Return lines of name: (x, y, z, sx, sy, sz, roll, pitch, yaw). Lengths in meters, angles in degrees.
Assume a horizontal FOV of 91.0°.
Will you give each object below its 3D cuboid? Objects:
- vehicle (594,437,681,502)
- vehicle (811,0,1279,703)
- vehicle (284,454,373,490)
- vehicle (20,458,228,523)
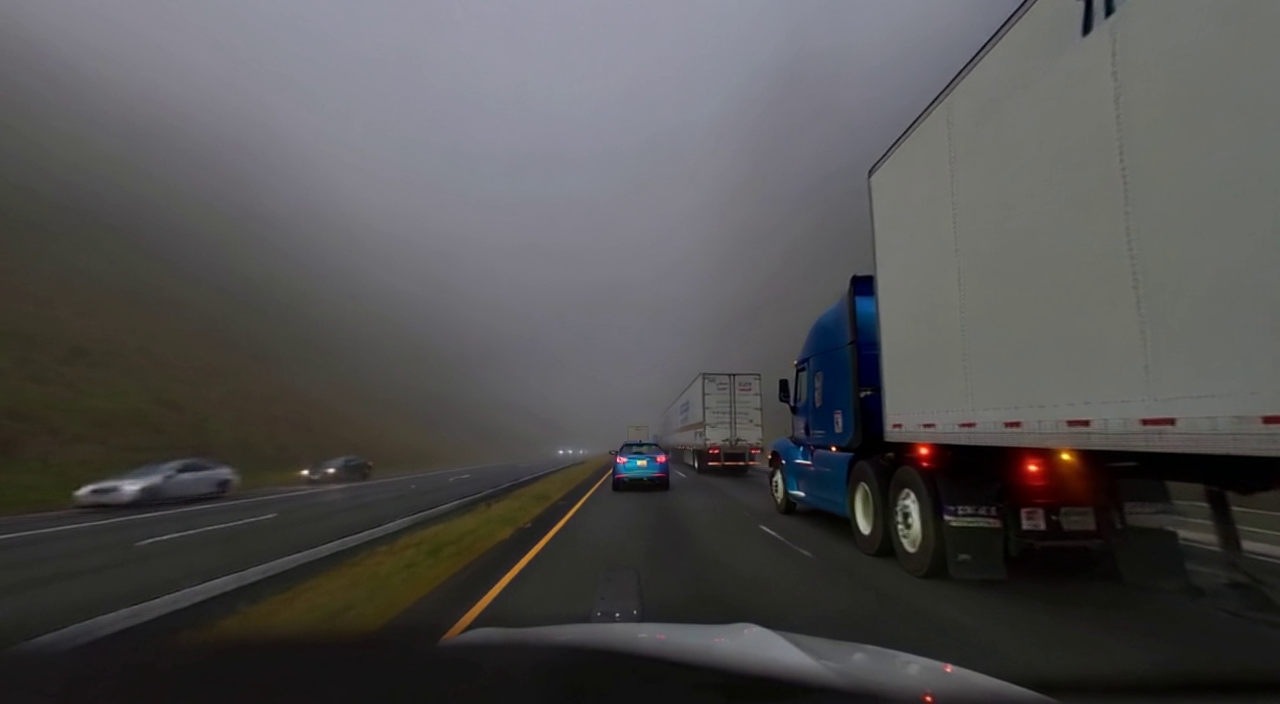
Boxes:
vehicle: (-0.084, 3.056, 16.831, 2.045, 1.507, 3.763, -1, -8, -1)
vehicle: (4.339, -0.634, 1.620, 3.410, 4.438, 14.410, 0, -8, -1)
vehicle: (-15.044, 5.801, 30.676, 2.081, 1.476, 4.233, -1, -8, 1)
vehicle: (-14.531, 3.879, 18.197, 2.046, 1.490, 4.634, -1, -8, 1)
